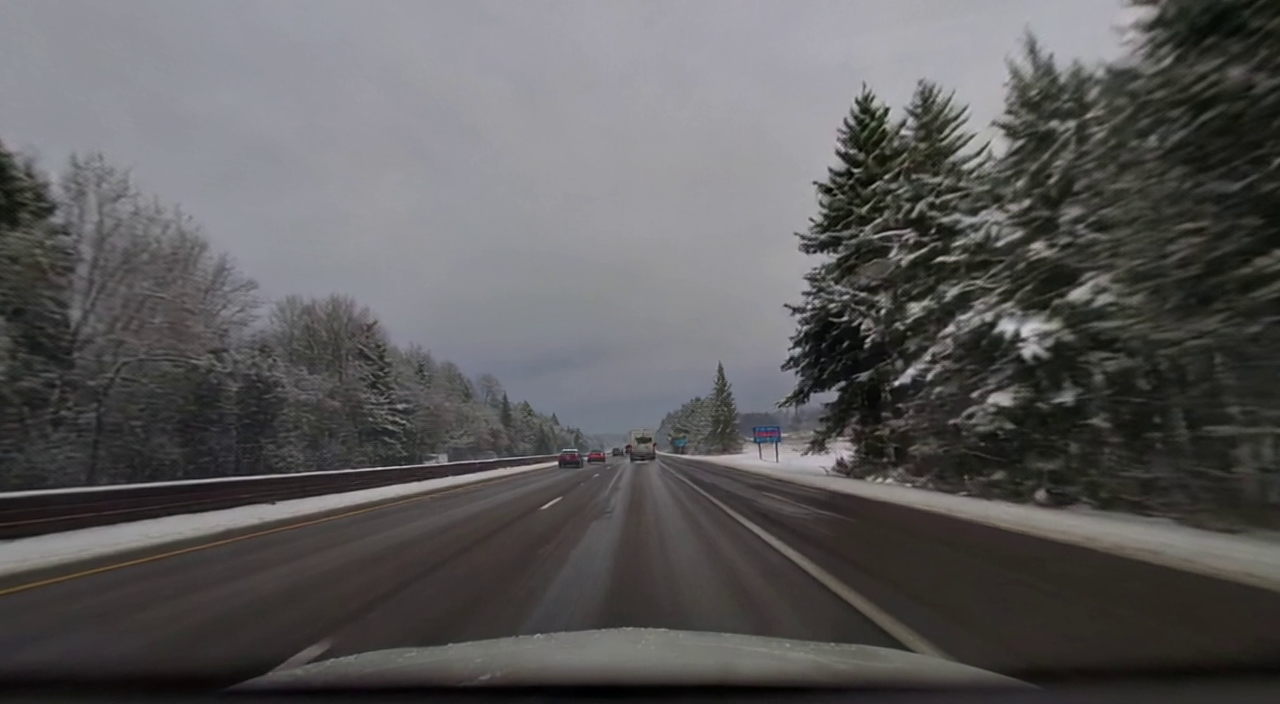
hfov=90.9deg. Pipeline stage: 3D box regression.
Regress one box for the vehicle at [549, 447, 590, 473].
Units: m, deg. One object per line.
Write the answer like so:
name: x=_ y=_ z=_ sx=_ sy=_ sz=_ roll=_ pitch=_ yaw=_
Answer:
vehicle: x=-4.290 y=6.651 z=38.985 sx=2.031 sy=1.482 sz=4.248 roll=0 pitch=-9 yaw=0

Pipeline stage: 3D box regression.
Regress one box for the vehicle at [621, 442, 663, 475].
vehicle: x=0.089 y=5.770 z=34.297 sx=2.172 sy=1.687 sz=3.929 roll=0 pitch=-9 yaw=0
